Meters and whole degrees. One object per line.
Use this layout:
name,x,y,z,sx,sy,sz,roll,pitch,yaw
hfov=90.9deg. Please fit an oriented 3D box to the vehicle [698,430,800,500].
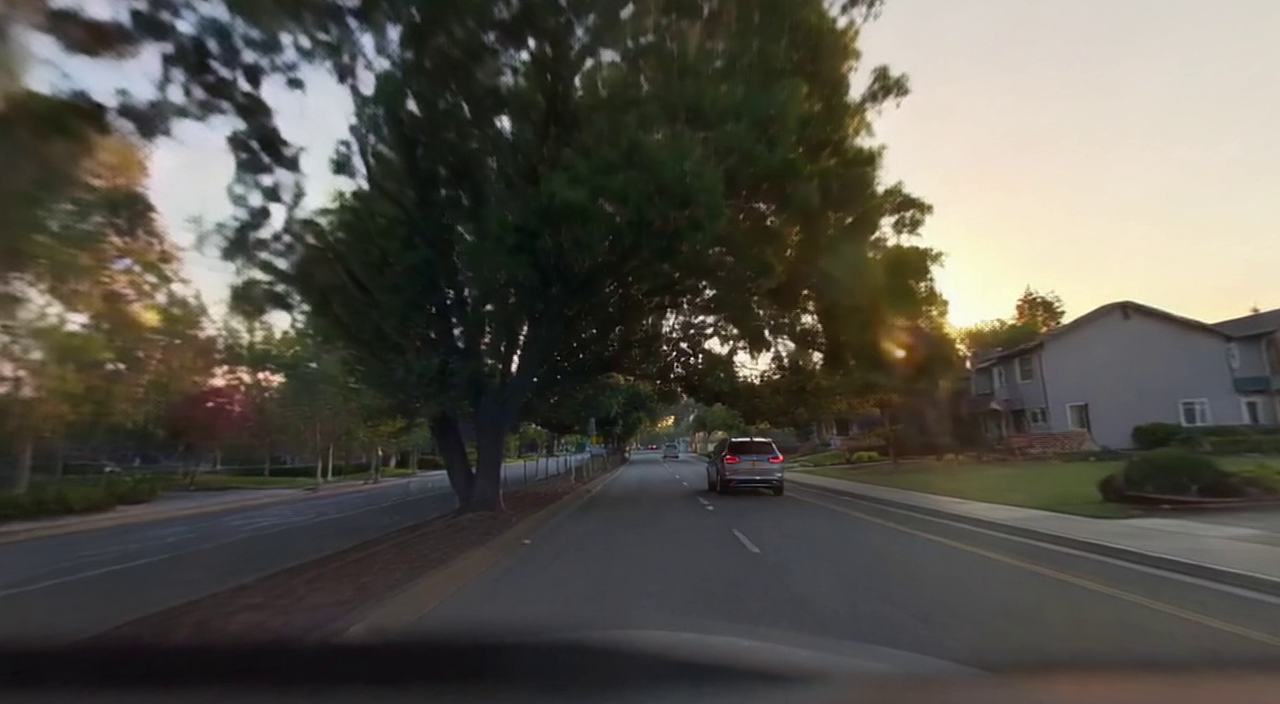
vehicle,3.023,3.263,18.628,2.180,1.773,4.639,0,-8,0
